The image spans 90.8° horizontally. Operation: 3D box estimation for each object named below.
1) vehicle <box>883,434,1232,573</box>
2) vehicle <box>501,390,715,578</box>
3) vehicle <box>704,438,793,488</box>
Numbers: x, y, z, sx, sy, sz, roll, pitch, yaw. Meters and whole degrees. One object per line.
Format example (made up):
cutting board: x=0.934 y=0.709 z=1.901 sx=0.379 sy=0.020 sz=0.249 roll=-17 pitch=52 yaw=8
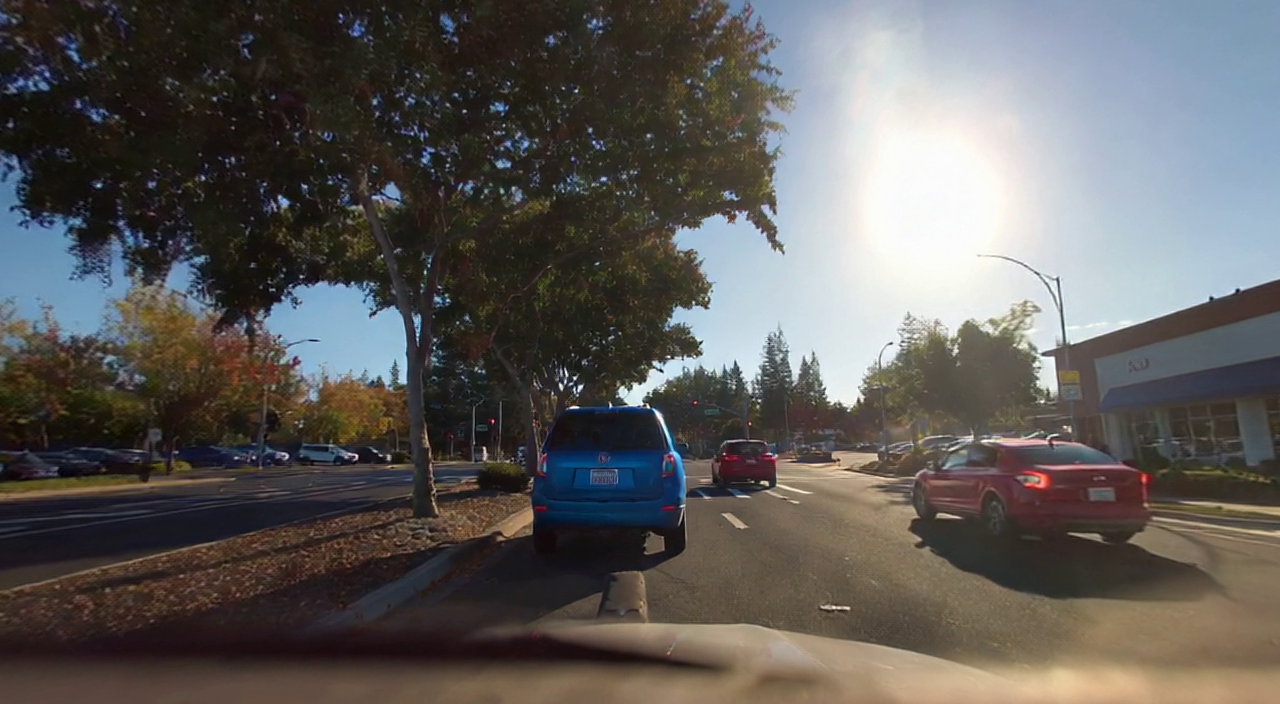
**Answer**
vehicle: x=5.432 y=1.993 z=9.223 sx=1.930 sy=1.478 sz=4.643 roll=0 pitch=-9 yaw=0
vehicle: x=-0.290 y=1.649 z=8.642 sx=2.096 sy=1.837 sz=4.687 roll=0 pitch=-9 yaw=1
vehicle: x=3.667 y=3.847 z=22.285 sx=2.098 sy=1.555 sz=4.778 roll=0 pitch=-9 yaw=-2
